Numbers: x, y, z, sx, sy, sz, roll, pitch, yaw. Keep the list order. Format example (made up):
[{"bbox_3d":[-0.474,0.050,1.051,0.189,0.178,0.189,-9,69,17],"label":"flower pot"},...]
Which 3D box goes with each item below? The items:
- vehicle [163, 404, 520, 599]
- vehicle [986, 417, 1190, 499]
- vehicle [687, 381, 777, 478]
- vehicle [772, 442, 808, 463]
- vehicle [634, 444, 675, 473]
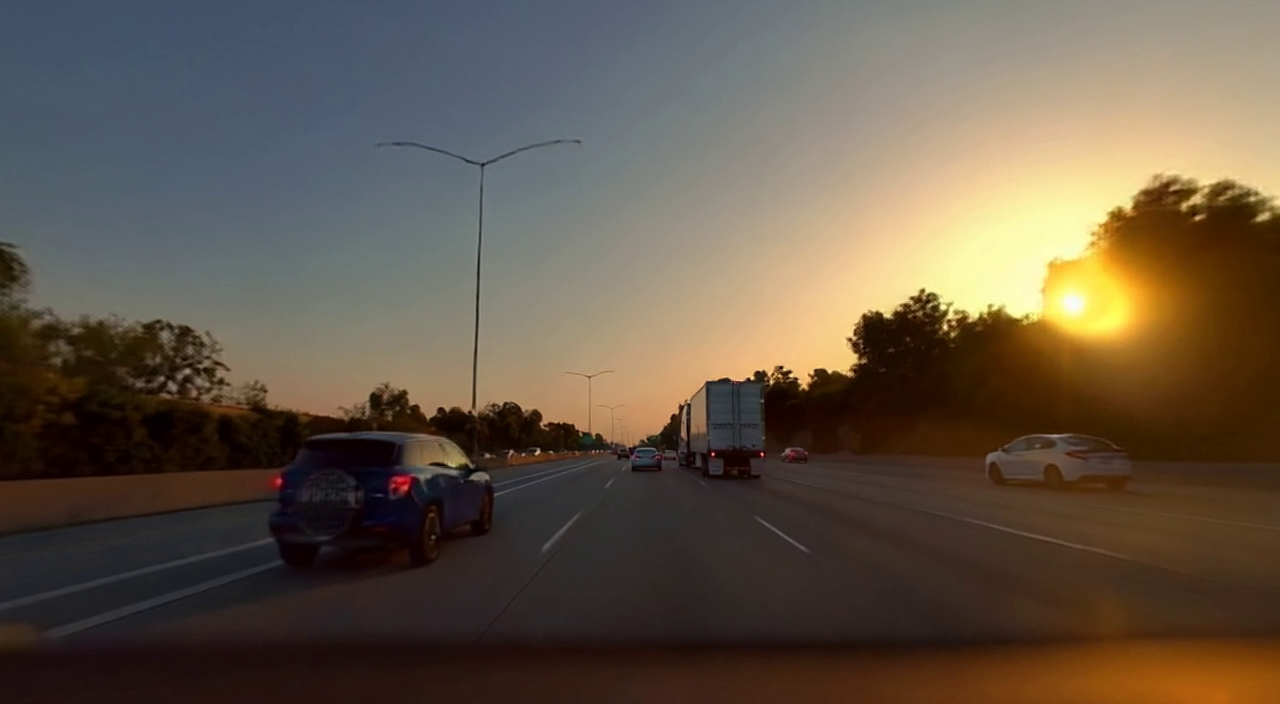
[{"bbox_3d":[-3.151,1.705,8.069,2.237,1.745,4.575,0,-9,1],"label":"vehicle"},{"bbox_3d":[11.235,2.699,16.331,2.041,1.824,4.376,0,-9,0],"label":"vehicle"},{"bbox_3d":[4.362,4.206,33.041,2.821,4.077,12.562,0,-9,0],"label":"vehicle"},{"bbox_3d":[11.600,7.821,48.991,1.876,1.552,3.640,0,-9,0],"label":"vehicle"},{"bbox_3d":[0.713,5.780,34.359,2.063,1.469,4.208,0,-9,-1],"label":"vehicle"}]
